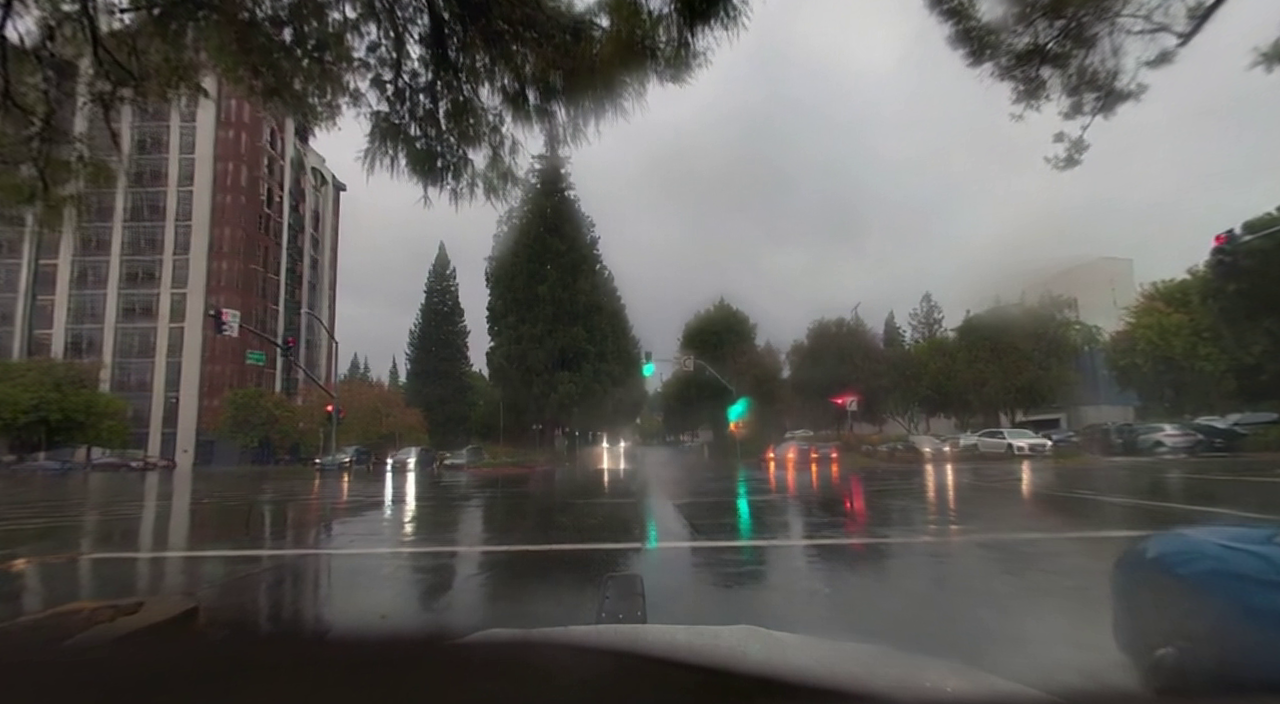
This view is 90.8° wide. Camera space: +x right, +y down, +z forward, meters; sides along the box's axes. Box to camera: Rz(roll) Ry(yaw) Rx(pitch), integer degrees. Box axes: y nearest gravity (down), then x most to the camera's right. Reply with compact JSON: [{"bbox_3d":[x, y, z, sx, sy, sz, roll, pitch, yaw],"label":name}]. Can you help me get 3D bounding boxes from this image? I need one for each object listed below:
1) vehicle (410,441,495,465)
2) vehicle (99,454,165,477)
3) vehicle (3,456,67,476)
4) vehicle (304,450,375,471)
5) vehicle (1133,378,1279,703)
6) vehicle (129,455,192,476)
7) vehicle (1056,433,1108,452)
[{"bbox_3d":[-14.746,7.965,49.864,6.021,1.868,2.172,0,-9,1],"label":"vehicle"},{"bbox_3d":[-38.863,8.667,48.420,1.934,1.507,3.869,1,-7,-3],"label":"vehicle"},{"bbox_3d":[-46.232,8.720,48.361,1.627,1.392,3.330,0,-9,-1],"label":"vehicle"},{"bbox_3d":[-21.874,7.890,46.122,4.207,1.508,1.875,0,-9,2],"label":"vehicle"},{"bbox_3d":[3.290,0.635,0.806,1.903,1.529,4.254,0,-9,1],"label":"vehicle"},{"bbox_3d":[-36.426,8.615,48.082,1.709,1.410,3.945,0,-9,-1],"label":"vehicle"},{"bbox_3d":[34.843,7.159,49.894,1.649,1.463,3.507,0,-9,2],"label":"vehicle"}]
